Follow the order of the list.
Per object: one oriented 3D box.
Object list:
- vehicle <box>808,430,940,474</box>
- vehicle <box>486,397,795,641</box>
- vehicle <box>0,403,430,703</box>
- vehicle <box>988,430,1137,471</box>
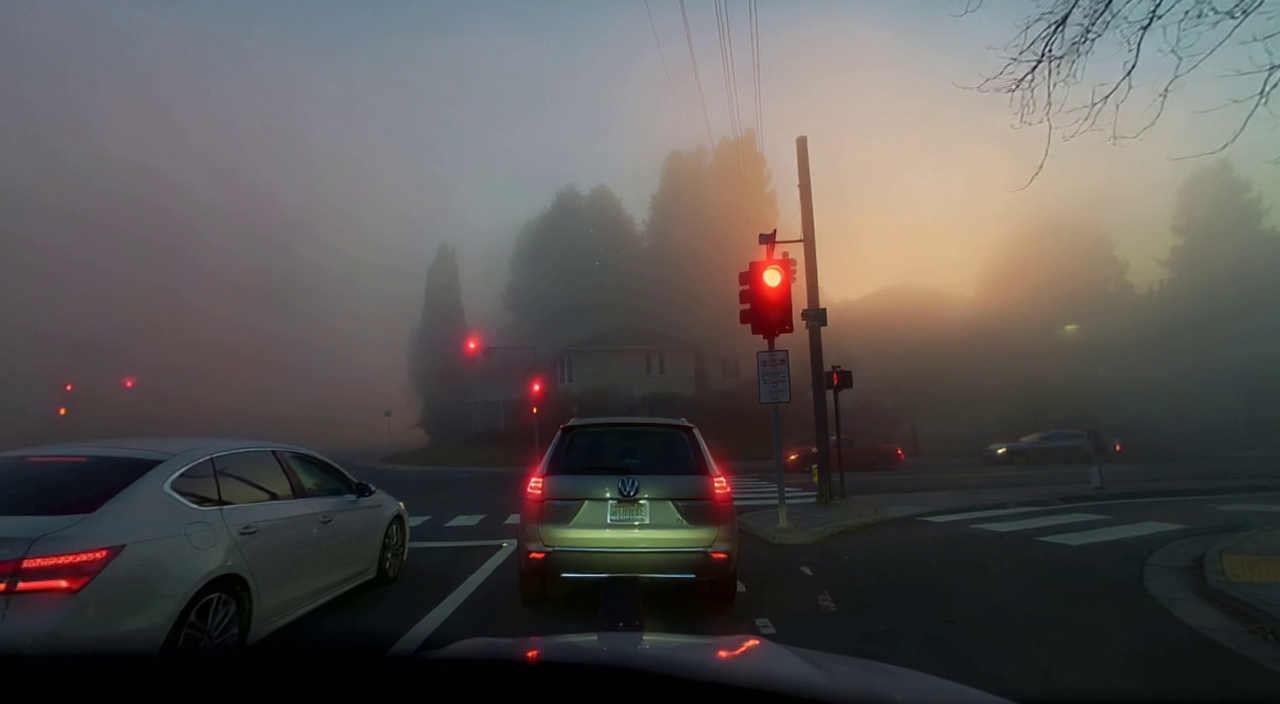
[{"bbox_3d":[9.895,4.280,27.106,4.887,1.769,2.035,-1,-9,6],"label":"vehicle"},{"bbox_3d":[-0.141,1.468,6.558,2.154,1.670,4.140,1,-9,-4],"label":"vehicle"},{"bbox_3d":[-3.290,1.273,4.698,2.035,1.492,4.415,0,-9,-2],"label":"vehicle"},{"bbox_3d":[17.430,4.097,26.279,4.670,1.616,1.926,-1,-9,6],"label":"vehicle"}]
